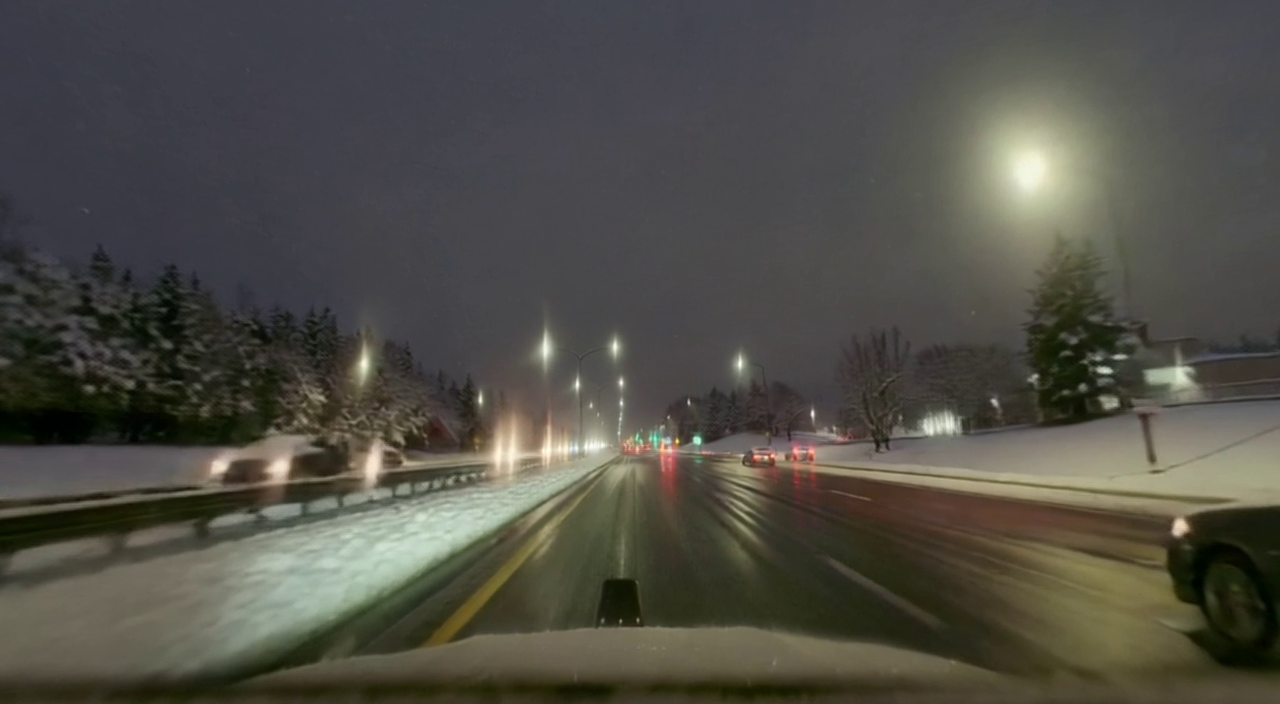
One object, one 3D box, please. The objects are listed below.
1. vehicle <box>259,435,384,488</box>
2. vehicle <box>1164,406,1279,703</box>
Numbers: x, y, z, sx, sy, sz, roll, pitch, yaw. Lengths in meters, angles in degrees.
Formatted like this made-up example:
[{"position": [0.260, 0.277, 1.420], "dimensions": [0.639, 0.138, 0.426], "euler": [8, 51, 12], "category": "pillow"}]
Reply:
[{"position": [-10.157, 3.506, 20.566], "dimensions": [1.943, 1.511, 4.119], "euler": [0, -8, 0], "category": "vehicle"}, {"position": [3.880, 0.707, 0.954], "dimensions": [2.018, 1.477, 4.800], "euler": [0, -8, -1], "category": "vehicle"}]
